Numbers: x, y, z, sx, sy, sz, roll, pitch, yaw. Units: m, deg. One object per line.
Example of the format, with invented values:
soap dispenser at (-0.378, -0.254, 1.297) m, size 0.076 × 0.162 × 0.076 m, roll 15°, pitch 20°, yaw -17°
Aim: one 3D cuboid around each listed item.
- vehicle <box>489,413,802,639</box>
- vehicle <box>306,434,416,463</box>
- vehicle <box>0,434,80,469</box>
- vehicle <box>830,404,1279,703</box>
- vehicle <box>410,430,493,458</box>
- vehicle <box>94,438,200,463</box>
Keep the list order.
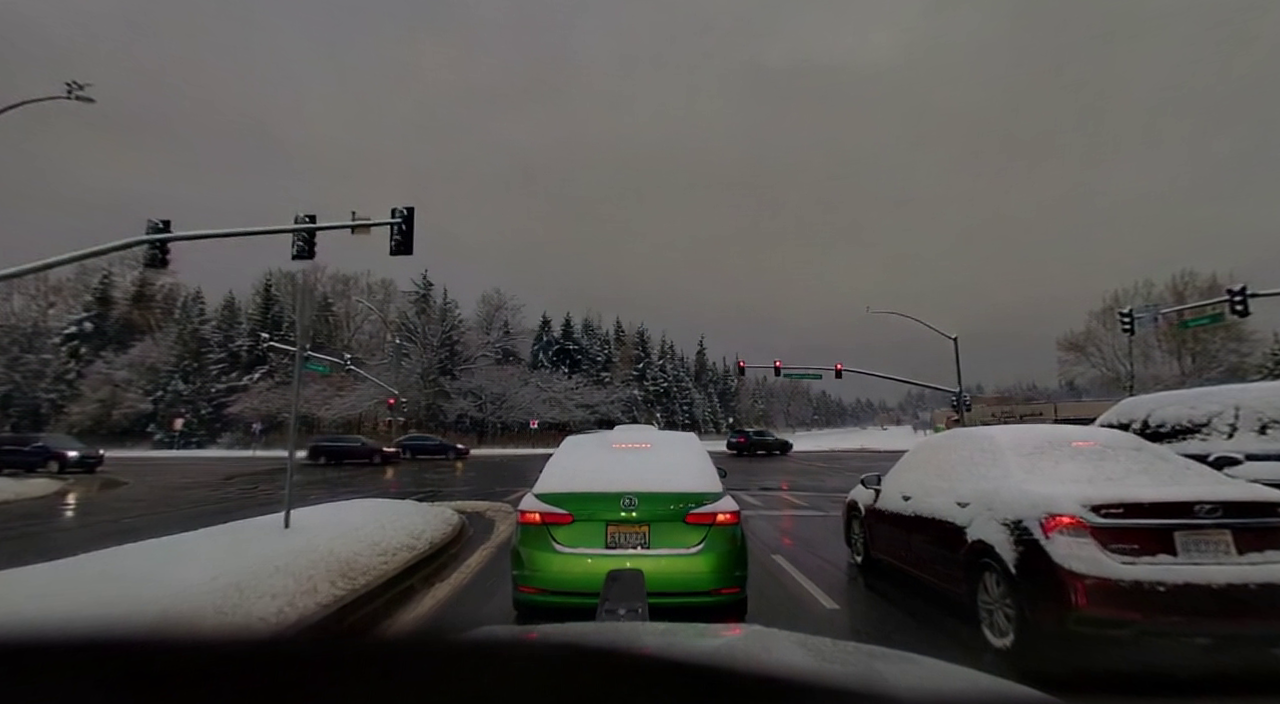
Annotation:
vehicle at (0.039, 1.450, 6.263) m, size 2.026 × 1.458 × 4.175 m, roll 0°, pitch -9°, yaw 0°
vehicle at (-14.651, 5.094, 33.404) m, size 4.869 × 1.502 × 1.979 m, roll 0°, pitch -9°, yaw -1°
vehicle at (-30.485, 4.877, 30.951) m, size 4.517 × 1.637 × 1.935 m, roll -1°, pitch -9°, yaw 7°
vehicle at (3.097, 1.293, 4.950) m, size 1.861 × 1.479 × 4.371 m, roll 0°, pitch -8°, yaw 0°
vehicle at (-11.330, 5.599, 38.299) m, size 4.526 × 1.649 × 1.920 m, roll 1°, pitch -9°, yaw -10°
vehicle at (-29.280, 5.853, 37.589) m, size 4.828 × 1.467 × 1.963 m, roll -1°, pitch -9°, yaw 6°
